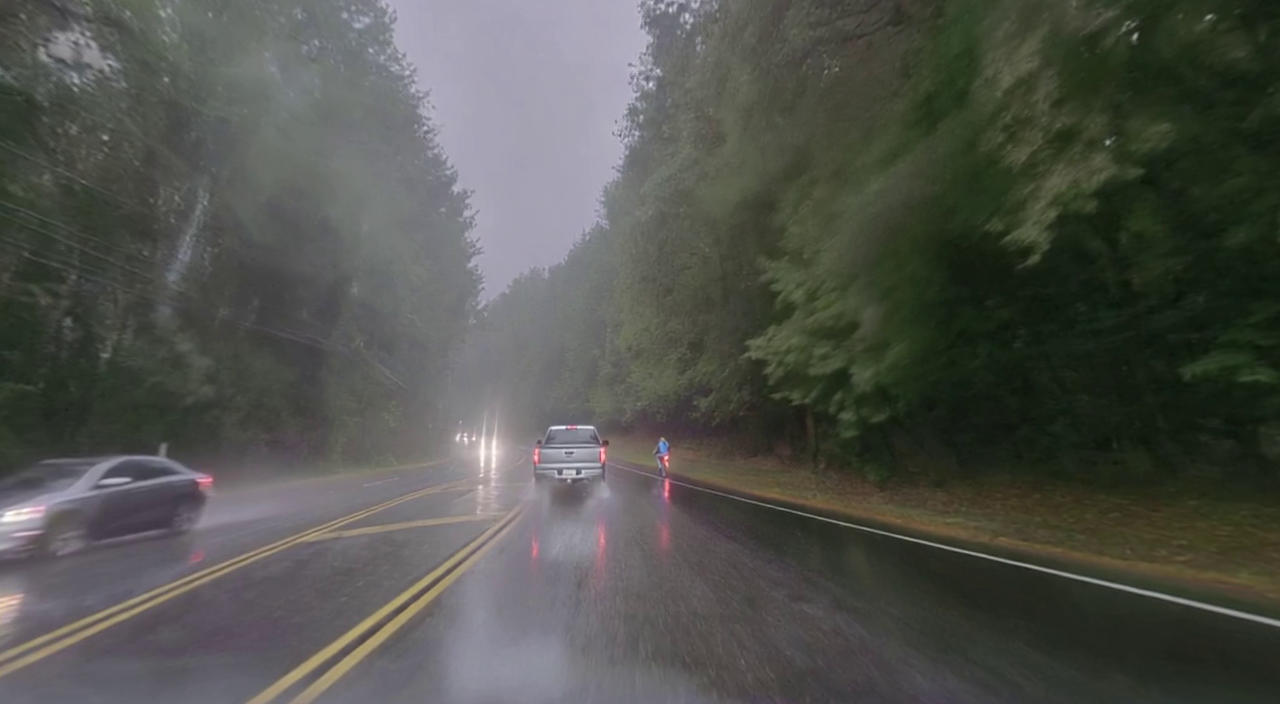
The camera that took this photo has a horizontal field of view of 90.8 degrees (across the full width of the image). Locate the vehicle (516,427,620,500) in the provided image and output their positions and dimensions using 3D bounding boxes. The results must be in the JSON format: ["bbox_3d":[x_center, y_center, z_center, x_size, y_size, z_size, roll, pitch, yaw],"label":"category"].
[{"bbox_3d":[-2.060,3.221,18.688,2.631,1.798,5.331,0,-8,-5],"label":"vehicle"}]

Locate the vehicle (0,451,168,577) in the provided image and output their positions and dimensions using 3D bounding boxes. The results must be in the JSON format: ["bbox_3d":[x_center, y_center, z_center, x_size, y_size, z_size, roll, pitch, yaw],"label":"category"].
[{"bbox_3d":[-8.738,2.010,7.859,2.106,1.475,4.723,-1,-8,-1],"label":"vehicle"}]
